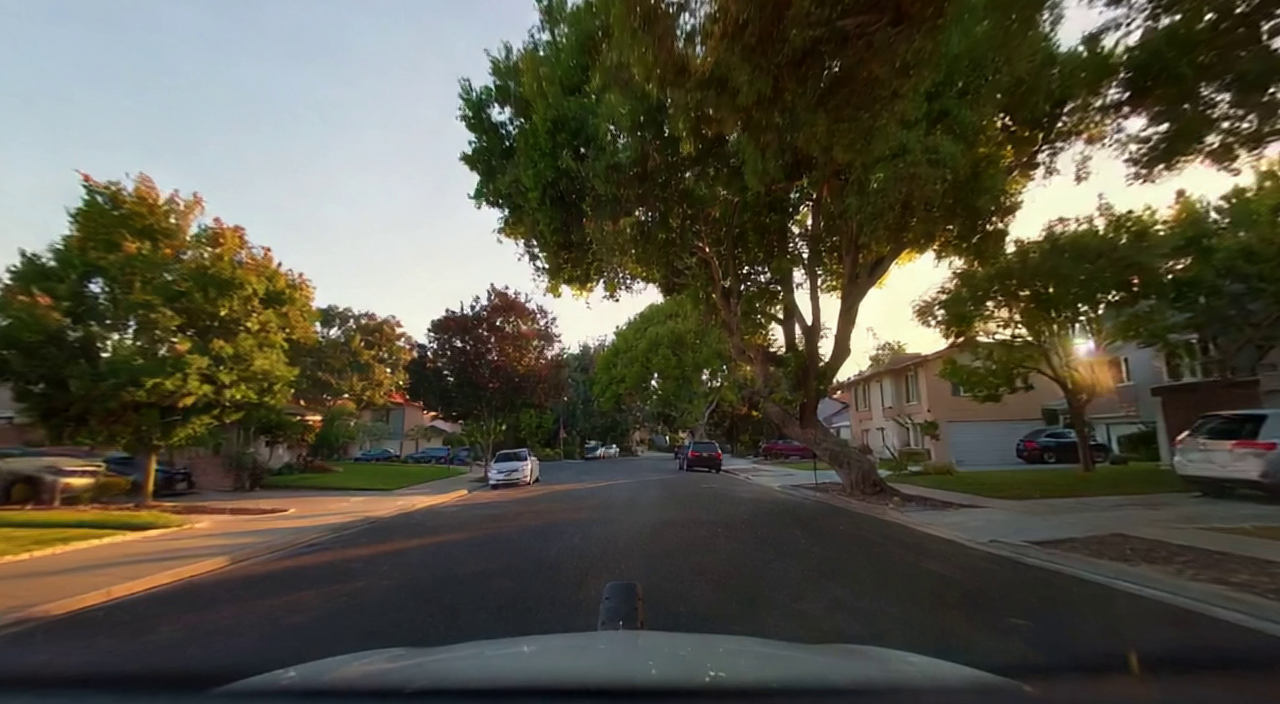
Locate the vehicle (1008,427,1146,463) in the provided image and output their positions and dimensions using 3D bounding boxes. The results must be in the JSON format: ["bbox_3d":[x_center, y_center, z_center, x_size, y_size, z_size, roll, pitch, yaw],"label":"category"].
[{"bbox_3d":[19.007,4.079,27.659,4.484,1.492,2.071,0,-8,-1],"label":"vehicle"}]

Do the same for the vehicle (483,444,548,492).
[{"bbox_3d":[-4.677,4.367,24.286,1.981,1.463,4.631,-1,-7,-5],"label":"vehicle"}]

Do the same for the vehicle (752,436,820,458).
[{"bbox_3d":[11.478,7.480,49.857,4.781,1.700,1.914,0,-8,-3],"label":"vehicle"}]

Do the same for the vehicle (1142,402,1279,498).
[{"bbox_3d":[12.992,1.885,12.312,4.623,1.678,2.078,0,-8,-2],"label":"vehicle"}]

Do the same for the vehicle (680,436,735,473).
[{"bbox_3d":[3.482,5.447,33.675,2.228,1.813,4.901,0,-8,-2],"label":"vehicle"}]
